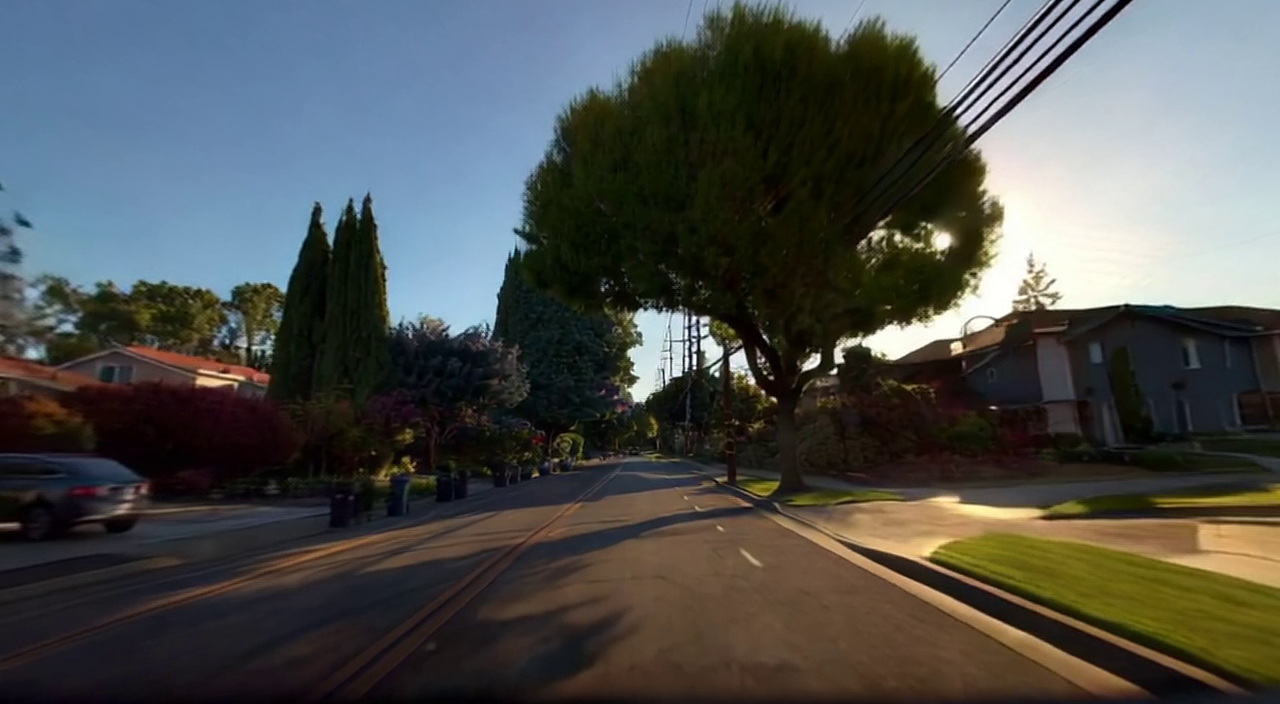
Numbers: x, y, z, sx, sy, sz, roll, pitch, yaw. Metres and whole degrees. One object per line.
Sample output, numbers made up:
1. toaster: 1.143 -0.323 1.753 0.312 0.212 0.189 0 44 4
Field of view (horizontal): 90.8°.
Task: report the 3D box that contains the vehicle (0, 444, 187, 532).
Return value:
1. vehicle: -13.452 3.041 14.471 4.461 1.844 2.015 1 -9 -5
